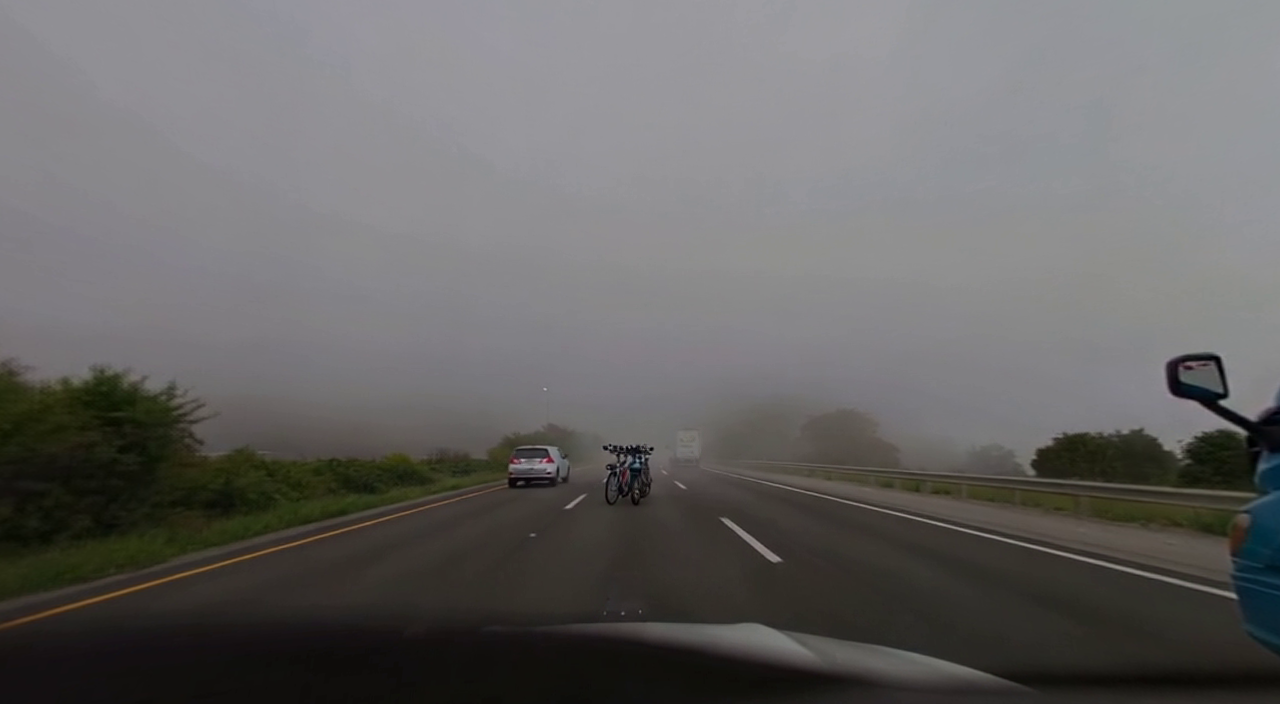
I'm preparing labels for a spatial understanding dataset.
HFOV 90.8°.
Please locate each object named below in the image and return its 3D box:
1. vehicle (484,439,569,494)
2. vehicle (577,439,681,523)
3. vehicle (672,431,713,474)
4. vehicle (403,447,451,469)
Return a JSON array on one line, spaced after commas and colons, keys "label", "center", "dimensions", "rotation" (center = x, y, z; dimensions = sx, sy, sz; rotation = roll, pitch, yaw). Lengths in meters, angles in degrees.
[{"label": "vehicle", "center": [-3.703, 3.859, 21.546], "dimensions": [1.985, 1.671, 4.604], "rotation": [0, -9, 1]}, {"label": "vehicle", "center": [-0.194, 2.722, 13.714], "dimensions": [1.973, 1.574, 3.426], "rotation": [0, -9, 1]}, {"label": "vehicle", "center": [3.455, 6.816, 42.701], "dimensions": [2.234, 2.679, 5.372], "rotation": [0, -9, -1]}, {"label": "vehicle", "center": [-15.879, 7.933, 47.324], "dimensions": [1.985, 1.562, 4.522], "rotation": [0, -9, 0]}]
